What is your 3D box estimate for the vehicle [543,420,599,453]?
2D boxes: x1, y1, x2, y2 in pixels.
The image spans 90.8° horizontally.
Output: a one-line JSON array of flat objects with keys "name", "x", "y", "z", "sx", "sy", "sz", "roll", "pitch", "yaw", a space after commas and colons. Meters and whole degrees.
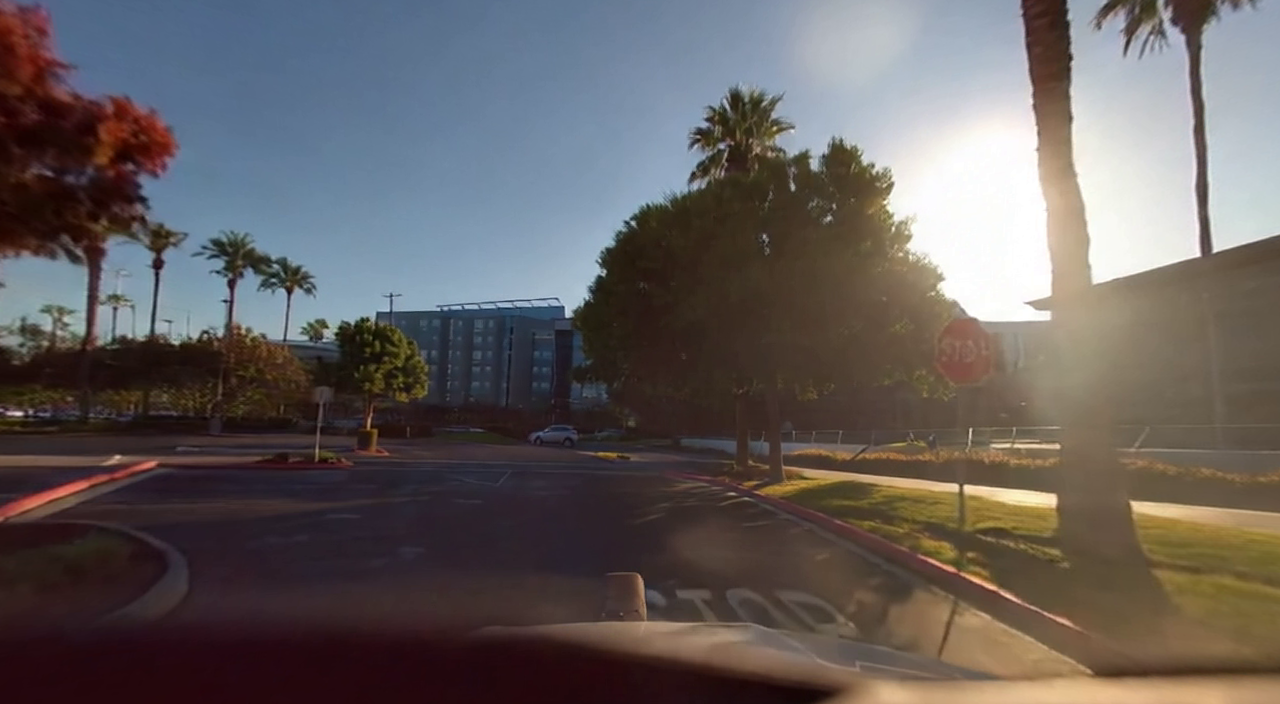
[{"name": "vehicle", "x": -3.965, "y": 4.825, "z": 35.650, "sx": 2.071, "sy": 1.700, "sz": 4.367, "roll": 3, "pitch": -9, "yaw": -21}]
